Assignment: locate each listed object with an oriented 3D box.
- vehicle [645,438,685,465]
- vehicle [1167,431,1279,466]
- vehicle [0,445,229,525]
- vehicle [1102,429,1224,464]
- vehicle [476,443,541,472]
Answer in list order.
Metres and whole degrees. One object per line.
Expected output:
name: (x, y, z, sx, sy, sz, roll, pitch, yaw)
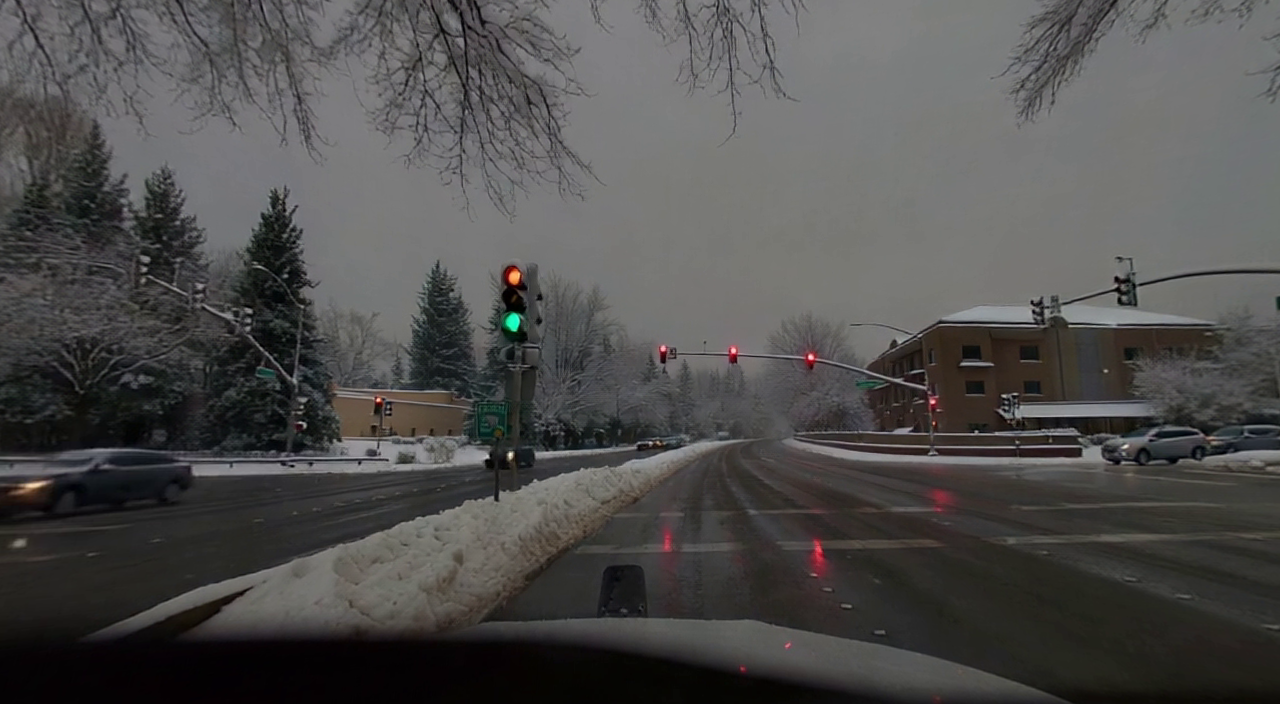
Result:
vehicle: (1.761, 6.775, 43.257, 2.197, 1.739, 4.177, -2, -8, 10)
vehicle: (26.311, 4.237, 27.877, 4.644, 1.470, 1.922, 1, -8, -10)
vehicle: (-12.346, 2.932, 14.701, 2.046, 1.515, 4.852, -1, -8, 4)
vehicle: (25.936, 4.683, 31.359, 4.441, 1.674, 2.035, 1, -8, -8)
vehicle: (-7.059, 5.731, 34.502, 2.002, 1.483, 4.696, -1, -8, 8)
